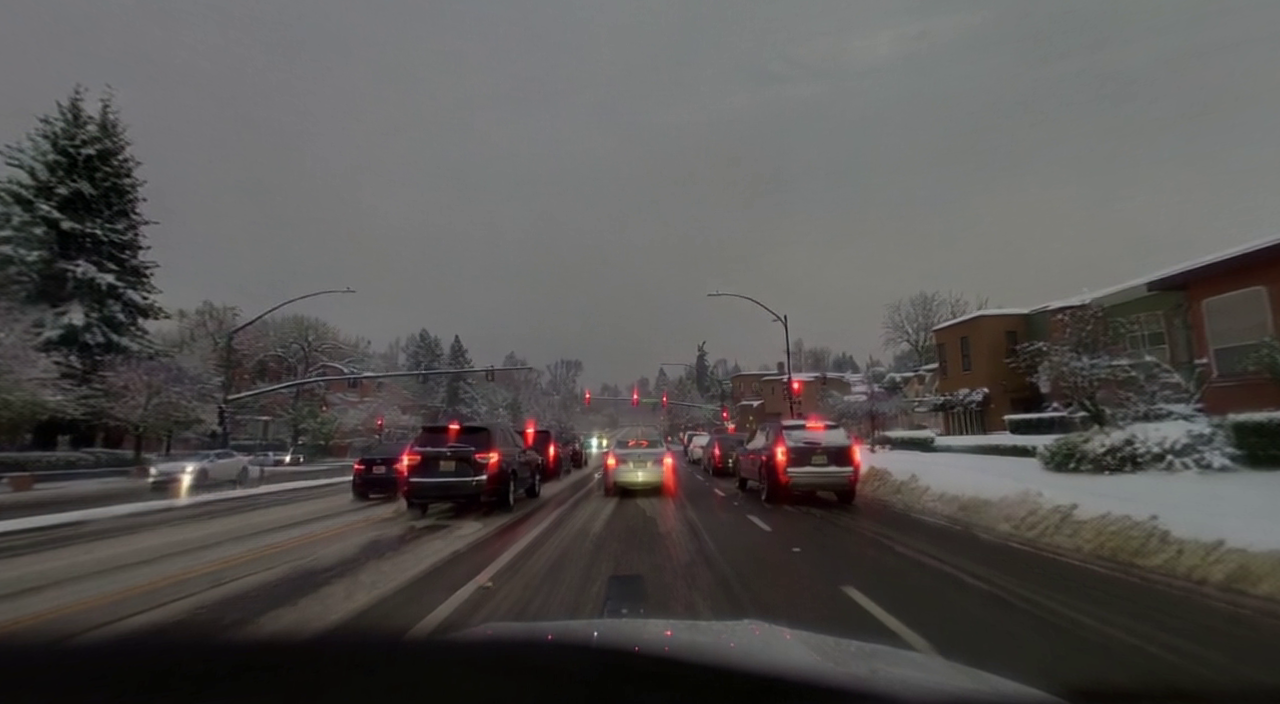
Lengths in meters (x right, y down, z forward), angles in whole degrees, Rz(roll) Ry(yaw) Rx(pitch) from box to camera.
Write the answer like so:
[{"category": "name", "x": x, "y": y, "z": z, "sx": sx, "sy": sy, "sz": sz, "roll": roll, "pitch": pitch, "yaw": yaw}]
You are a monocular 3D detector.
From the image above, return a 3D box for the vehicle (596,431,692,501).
[{"category": "vehicle", "x": 0.068, "y": 2.694, "z": 15.213, "sx": 2.021, "sy": 1.461, "sz": 3.862, "roll": 0, "pitch": -8, "yaw": -1}]

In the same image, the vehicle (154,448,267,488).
[{"category": "vehicle", "x": -21.526, "y": 5.782, "z": 31.855, "sx": 2.219, "sy": 1.786, "sz": 5.705, "roll": 1, "pitch": -8, "yaw": -6}]

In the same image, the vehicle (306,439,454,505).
[{"category": "vehicle", "x": -6.533, "y": 3.036, "z": 16.435, "sx": 1.926, "sy": 1.465, "sz": 4.620, "roll": 0, "pitch": -8, "yaw": 0}]

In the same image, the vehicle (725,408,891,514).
[{"category": "vehicle", "x": 3.276, "y": 2.265, "z": 13.454, "sx": 2.141, "sy": 1.833, "sz": 4.704, "roll": 0, "pitch": -8, "yaw": -2}]

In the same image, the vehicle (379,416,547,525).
[{"category": "vehicle", "x": -3.117, "y": 2.183, "z": 12.084, "sx": 1.912, "sy": 1.703, "sz": 4.261, "roll": 0, "pitch": -8, "yaw": 1}]
